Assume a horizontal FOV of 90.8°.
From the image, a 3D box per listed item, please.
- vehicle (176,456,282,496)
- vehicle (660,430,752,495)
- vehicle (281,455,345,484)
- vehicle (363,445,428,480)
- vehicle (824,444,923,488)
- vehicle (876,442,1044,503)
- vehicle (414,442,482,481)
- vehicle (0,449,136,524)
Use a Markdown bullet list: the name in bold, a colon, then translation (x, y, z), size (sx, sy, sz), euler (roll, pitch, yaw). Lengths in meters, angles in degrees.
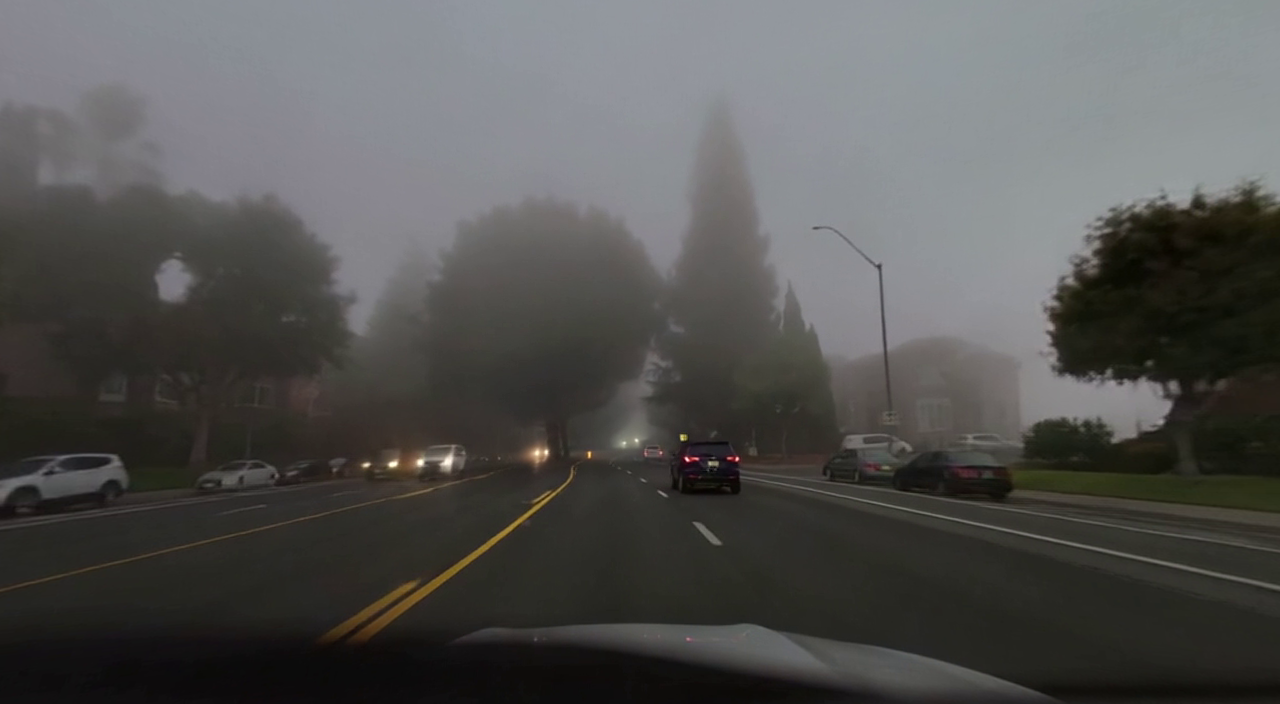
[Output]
- **vehicle**: translation (-19.098, 5.761, 29.667), size (1.979, 1.489, 4.902), euler (-1, -7, -4)
- **vehicle**: translation (1.906, 3.387, 19.744), size (2.085, 1.763, 4.490), euler (0, -8, -4)
- **vehicle**: translation (-19.980, 7.142, 38.813), size (1.999, 1.462, 4.516), euler (-1, -7, -7)
- **vehicle**: translation (-13.162, 5.948, 34.298), size (1.925, 1.717, 4.389), euler (0, -8, -3)
- **vehicle**: translation (8.633, 4.237, 23.867), size (1.858, 1.489, 4.556), euler (0, -8, -2)
- **vehicle**: translation (8.945, 3.387, 18.329), size (1.936, 1.485, 5.111), euler (0, -8, -4)
- **vehicle**: translation (-9.024, 5.163, 30.047), size (2.033, 1.685, 4.420), euler (0, -8, -3)
- **vehicle**: translation (-17.862, 3.855, 18.471), size (2.182, 1.840, 5.105), euler (-2, -8, -2)
